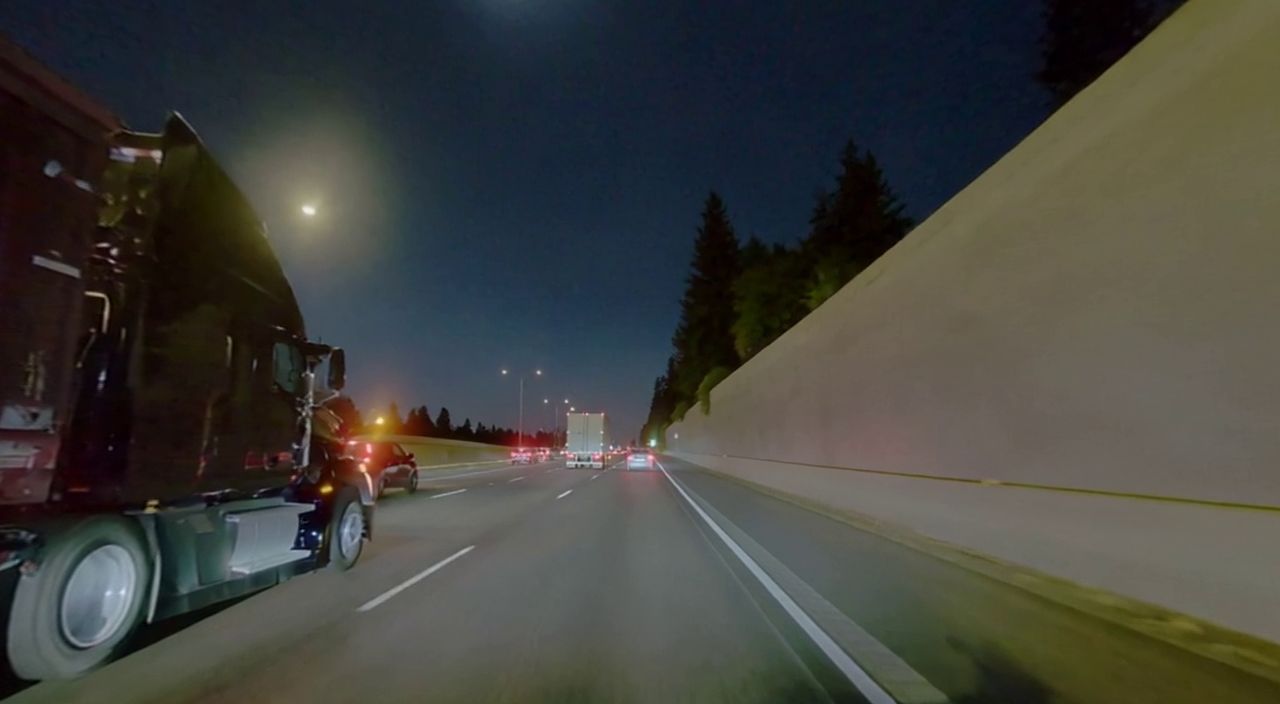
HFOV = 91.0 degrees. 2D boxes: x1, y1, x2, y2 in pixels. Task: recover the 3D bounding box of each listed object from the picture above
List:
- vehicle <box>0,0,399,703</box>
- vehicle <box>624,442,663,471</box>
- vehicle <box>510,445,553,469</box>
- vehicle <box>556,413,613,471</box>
[{"bbox_3d":[-3.631,-0.074,0.510,3.025,3.266,9.256,0,-9,1],"label":"vehicle"},{"bbox_3d":[0.222,6.200,37.528,2.178,1.640,4.071,0,-9,1],"label":"vehicle"},{"bbox_3d":[-7.091,6.922,41.495,1.962,1.489,4.002,0,-9,2],"label":"vehicle"},{"bbox_3d":[-3.424,5.939,41.198,2.956,3.331,9.575,0,-9,-1],"label":"vehicle"}]
